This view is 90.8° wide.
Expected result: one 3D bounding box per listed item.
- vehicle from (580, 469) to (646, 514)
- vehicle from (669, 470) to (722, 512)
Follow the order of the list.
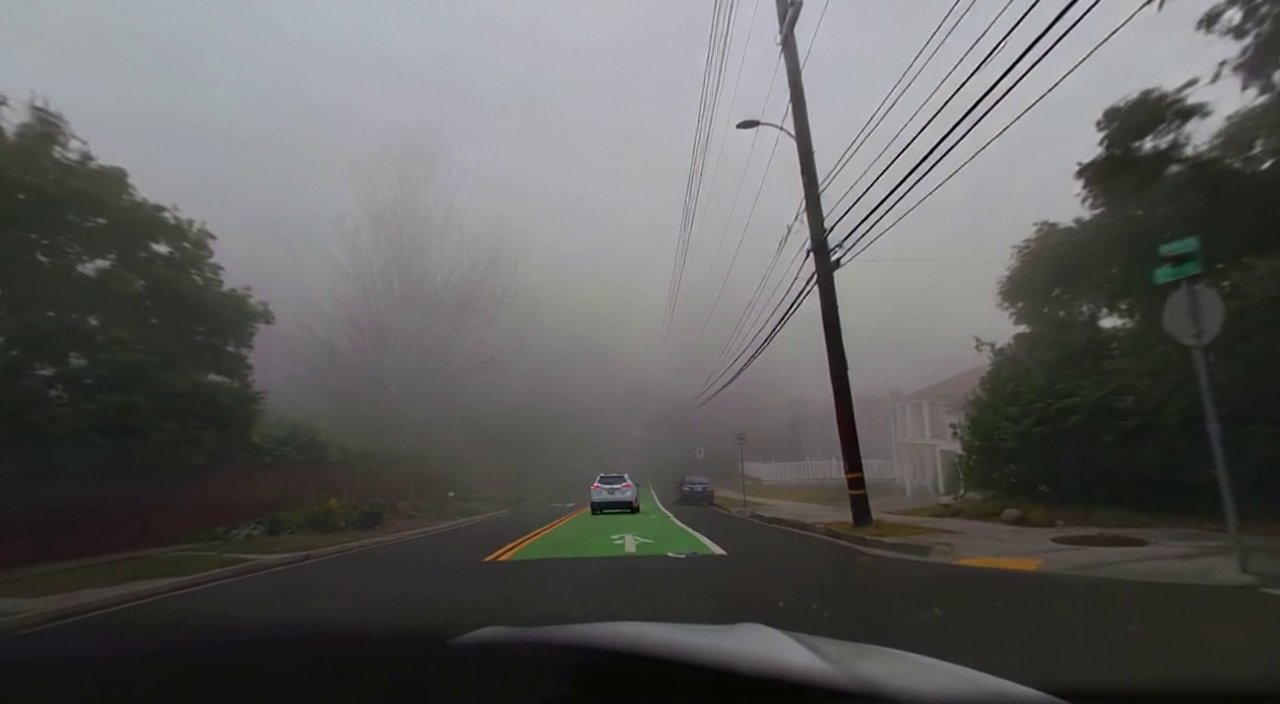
[{"bbox_3d":[-0.918,5.251,24.083,2.235,1.500,4.496,-1,-11,1],"label":"vehicle"},{"bbox_3d":[2.547,6.496,29.904,1.909,1.694,4.472,1,-9,-2],"label":"vehicle"}]
